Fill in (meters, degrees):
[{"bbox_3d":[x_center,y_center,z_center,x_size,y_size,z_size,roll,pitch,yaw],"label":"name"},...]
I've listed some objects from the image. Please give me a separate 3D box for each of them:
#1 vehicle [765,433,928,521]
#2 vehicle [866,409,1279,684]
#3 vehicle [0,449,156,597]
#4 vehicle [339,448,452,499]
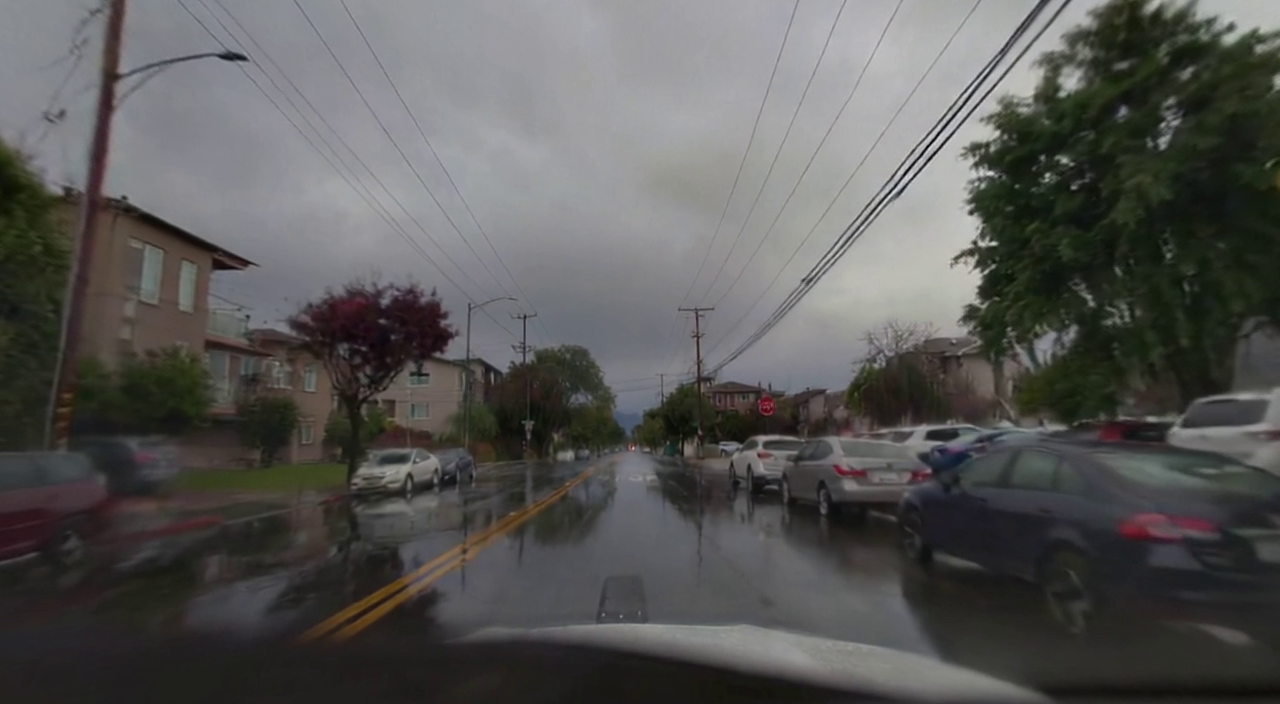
[{"bbox_3d":[4.011,2.503,13.101,1.846,1.506,4.165,0,-9,-2],"label":"vehicle"},{"bbox_3d":[4.053,1.484,5.996,2.133,1.586,4.498,0,-9,0],"label":"vehicle"},{"bbox_3d":[-7.843,1.850,6.894,1.962,1.568,3.939,0,-9,0],"label":"vehicle"},{"bbox_3d":[-7.904,3.941,20.967,1.904,1.488,4.600,0,-9,0],"label":"vehicle"}]
